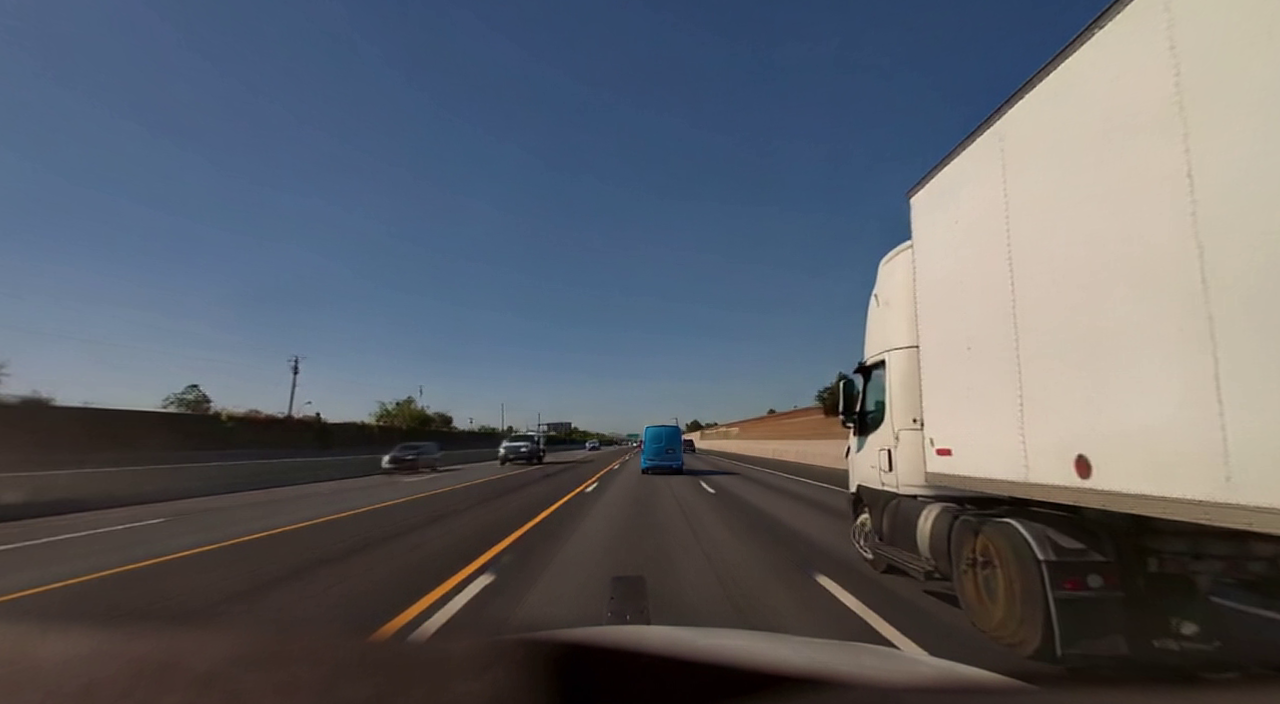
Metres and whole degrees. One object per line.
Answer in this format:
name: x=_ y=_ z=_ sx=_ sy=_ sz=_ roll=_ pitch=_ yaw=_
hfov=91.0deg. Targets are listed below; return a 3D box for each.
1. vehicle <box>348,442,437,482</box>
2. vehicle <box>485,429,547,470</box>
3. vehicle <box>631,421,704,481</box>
vehicle: x=-10.880 y=4.838 z=28.028 sx=2.041 sy=1.606 sz=4.507 roll=0 pitch=-8 yaw=1
vehicle: x=-7.254 y=5.760 z=37.394 sx=2.546 sy=2.262 sz=5.135 roll=0 pitch=-8 yaw=1
vehicle: x=0.971 y=3.684 z=23.594 sx=2.469 sy=2.027 sz=4.554 roll=0 pitch=-8 yaw=1
